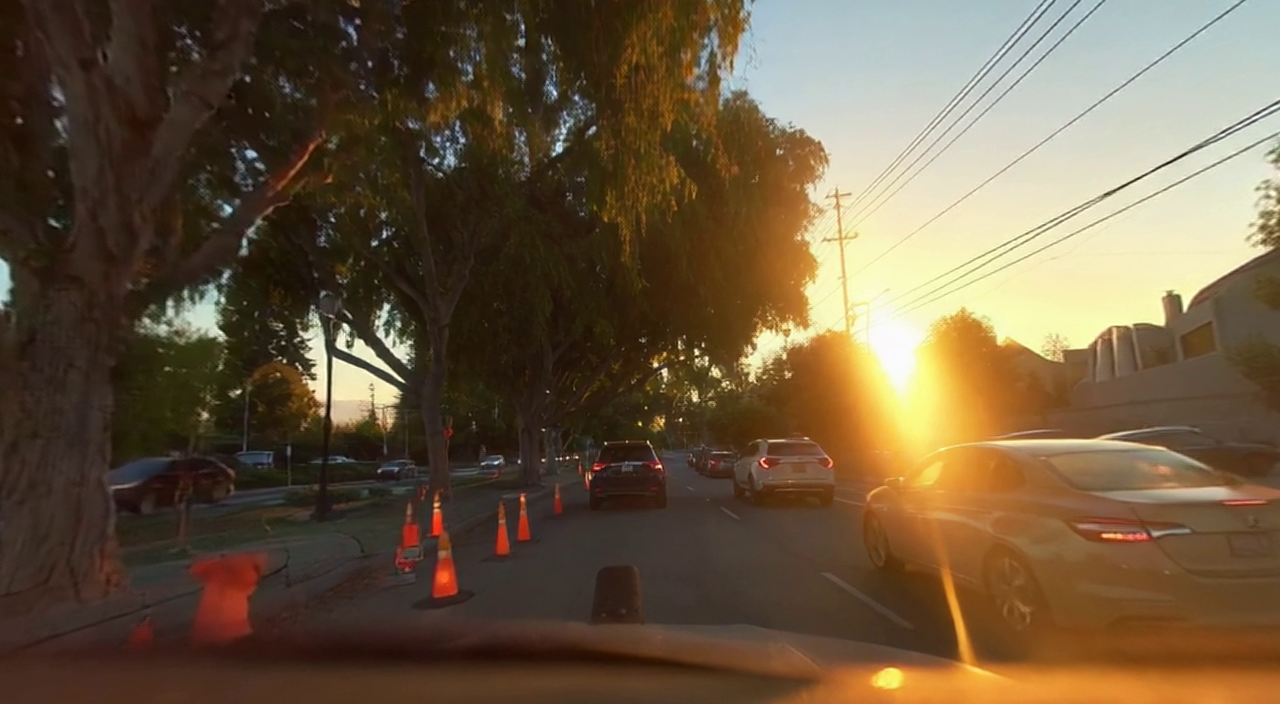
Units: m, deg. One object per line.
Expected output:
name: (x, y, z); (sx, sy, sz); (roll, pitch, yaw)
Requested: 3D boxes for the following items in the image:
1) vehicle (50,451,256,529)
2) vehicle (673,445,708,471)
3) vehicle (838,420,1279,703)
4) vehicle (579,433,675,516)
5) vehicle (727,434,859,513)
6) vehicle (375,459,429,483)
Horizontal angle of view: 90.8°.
vehicle: (-12.572, 3.526, 16.782); (1.911, 1.693, 4.452); (-1, -8, 0)
vehicle: (3.817, 8.076, 48.370); (2.175, 1.788, 4.271); (0, -8, -2)
vehicle: (3.404, 1.387, 5.244); (1.977, 1.460, 4.565); (0, -8, -1)
vehicle: (-0.311, 2.927, 15.592); (2.050, 1.745, 3.915); (0, -8, -1)
vehicle: (3.748, 3.058, 16.493); (2.116, 1.726, 4.672); (0, -8, -2)
vehicle: (-16.362, 8.168, 43.661); (1.973, 1.457, 4.564); (0, -8, -1)
